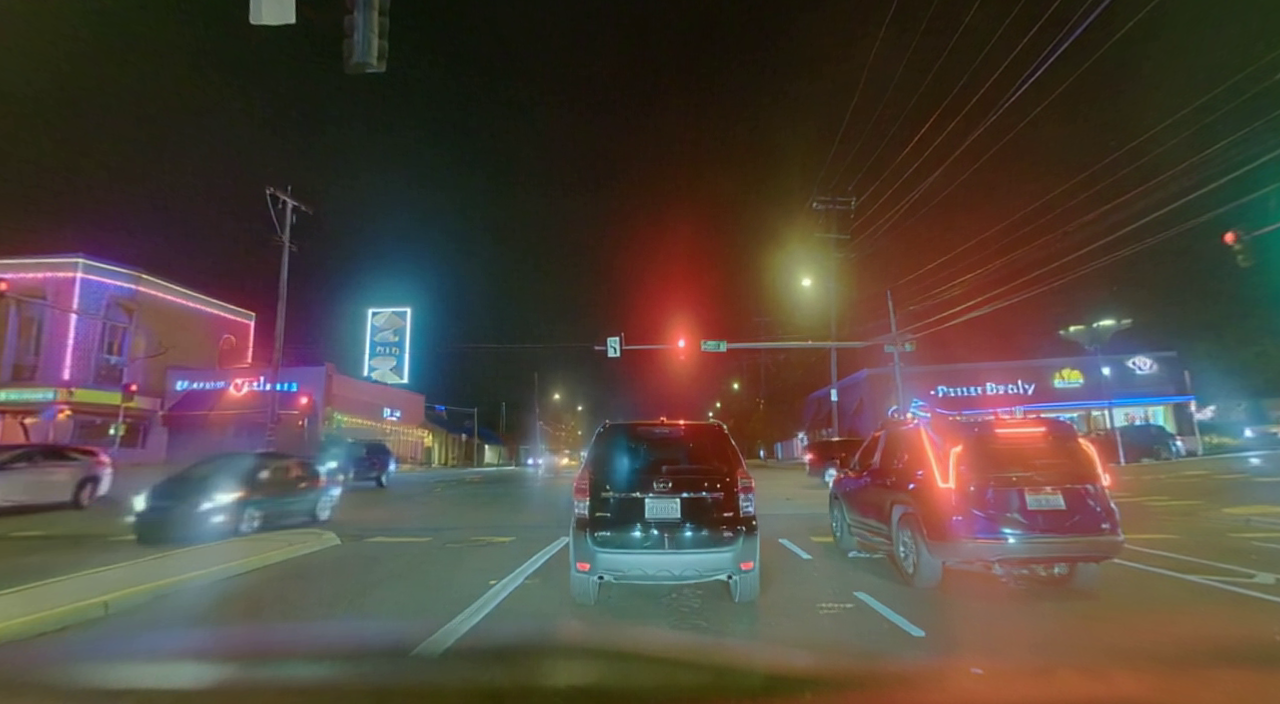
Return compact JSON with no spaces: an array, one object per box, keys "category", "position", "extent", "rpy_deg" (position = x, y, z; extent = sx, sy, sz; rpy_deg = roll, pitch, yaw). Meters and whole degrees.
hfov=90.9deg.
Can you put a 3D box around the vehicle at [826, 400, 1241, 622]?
[{"category":"vehicle","position":[3.613,1.519,6.964],"extent":[1.976,1.664,4.189],"rpy_deg":[-1,-8,2]}]

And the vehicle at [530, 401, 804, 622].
[{"category":"vehicle","position":[0.259,1.507,6.830],"extent":[2.098,1.682,3.778],"rpy_deg":[0,-8,2]}]

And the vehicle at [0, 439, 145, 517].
[{"category":"vehicle","position":[-14.719,2.921,14.936],"extent":[1.943,1.680,4.709],"rpy_deg":[-1,-8,3]}]

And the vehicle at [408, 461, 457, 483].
[{"category":"vehicle","position":[-15.490,8.964,47.271],"extent":[1.875,1.475,4.449],"rpy_deg":[-1,-8,5]}]

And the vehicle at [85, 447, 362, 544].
[{"category":"vehicle","position":[-7.600,2.614,12.284],"extent":[2.017,1.468,4.663],"rpy_deg":[-1,-8,3]}]
